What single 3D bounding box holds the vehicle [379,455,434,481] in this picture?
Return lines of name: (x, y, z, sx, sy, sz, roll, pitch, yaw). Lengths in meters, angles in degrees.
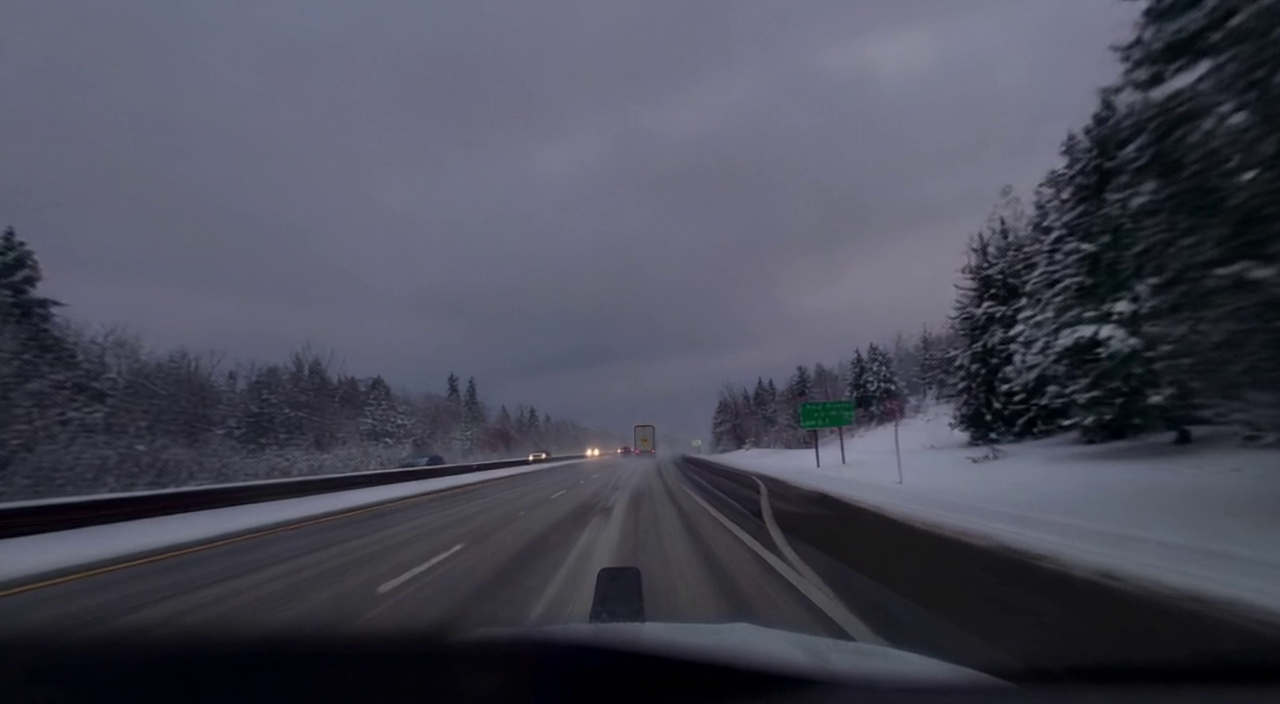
vehicle: (-16.371, 8.138, 44.555, 1.955, 1.678, 5.003, 0, -9, 1)
